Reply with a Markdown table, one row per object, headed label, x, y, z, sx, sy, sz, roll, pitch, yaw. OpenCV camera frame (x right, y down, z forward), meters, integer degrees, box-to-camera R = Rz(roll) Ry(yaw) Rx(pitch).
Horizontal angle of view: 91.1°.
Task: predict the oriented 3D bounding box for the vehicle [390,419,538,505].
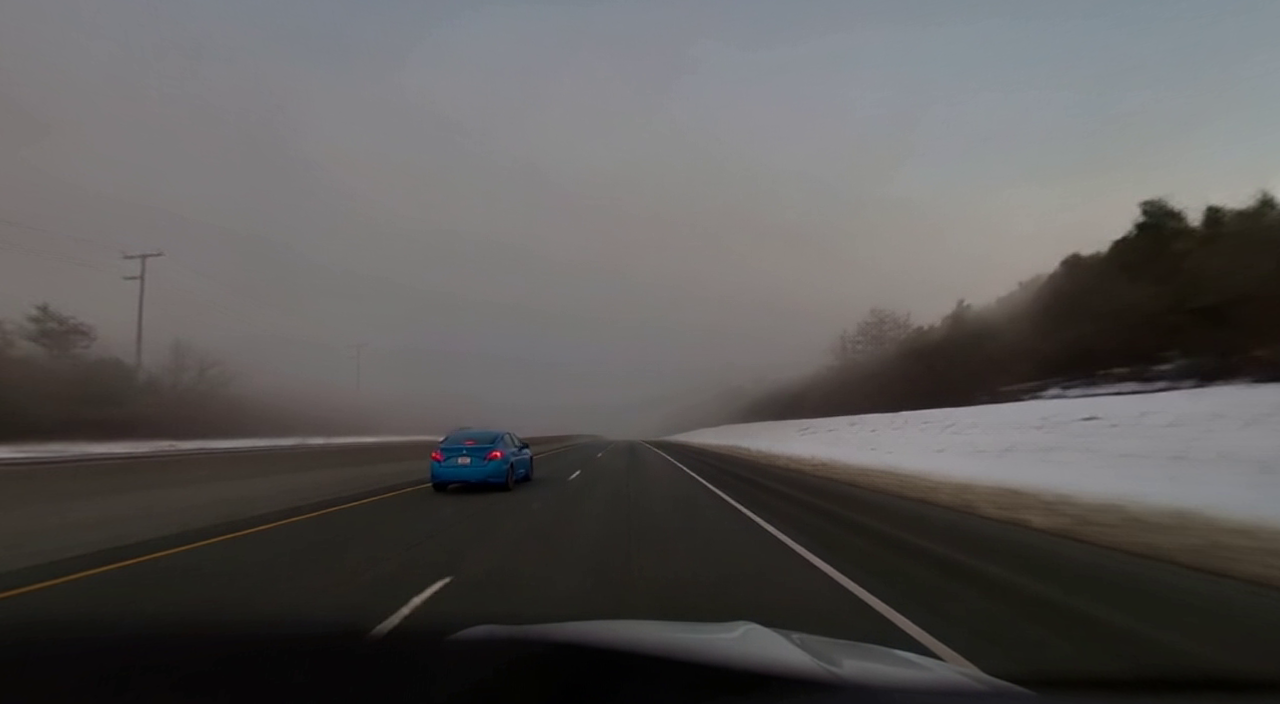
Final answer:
| label | x | y | z | sx | sy | sz | roll | pitch | yaw |
| --- | --- | --- | --- | --- | --- | --- | --- | --- | --- |
| vehicle | -3.503 | 2.256 | 13.365 | 1.999 | 1.536 | 3.969 | 0 | -8 | 0 |
